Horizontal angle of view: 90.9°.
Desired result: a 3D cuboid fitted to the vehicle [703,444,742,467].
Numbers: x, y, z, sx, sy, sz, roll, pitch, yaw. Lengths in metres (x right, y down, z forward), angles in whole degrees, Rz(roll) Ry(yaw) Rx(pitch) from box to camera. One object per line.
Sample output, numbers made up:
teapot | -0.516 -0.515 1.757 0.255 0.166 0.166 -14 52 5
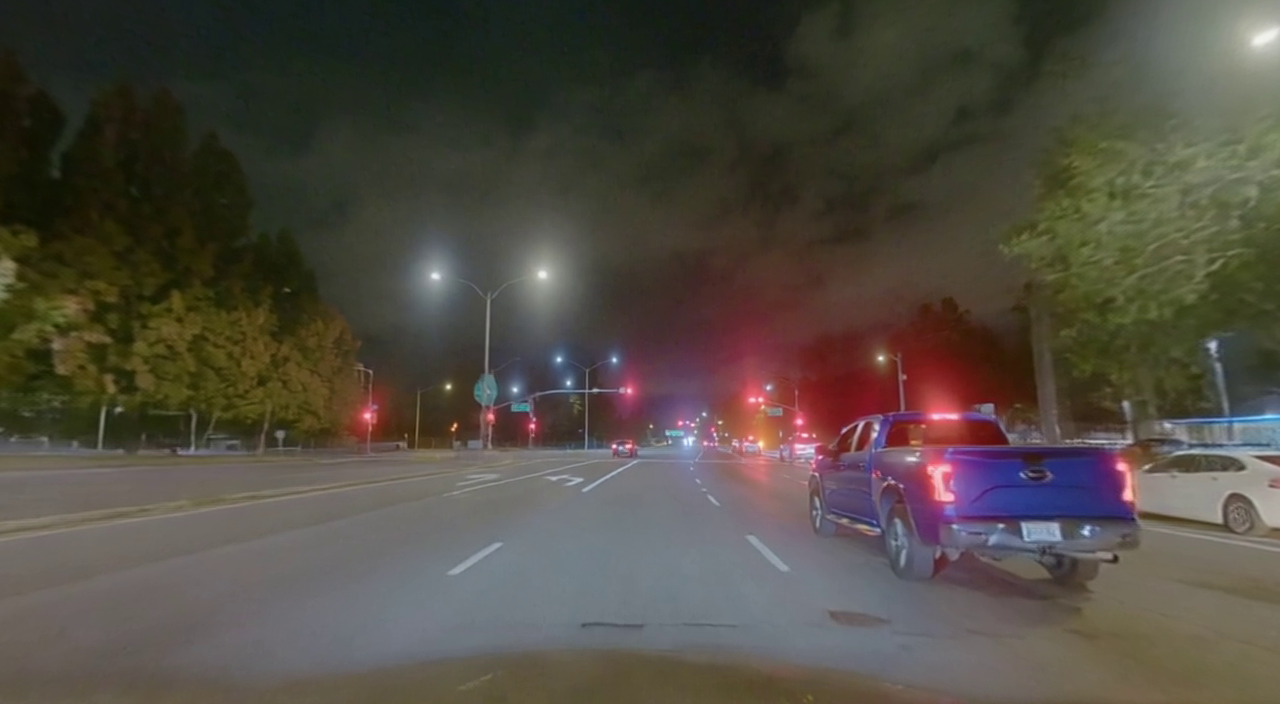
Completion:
vehicle | 5.789 7.352 44.939 2.292 1.563 4.734 -1 -9 2

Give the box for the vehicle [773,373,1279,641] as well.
vehicle | 3.311 1.451 7.120 2.333 1.777 5.713 0 -9 0

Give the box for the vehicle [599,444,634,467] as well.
vehicle | -1.577 7.204 44.111 1.958 1.542 4.175 -1 -9 5
